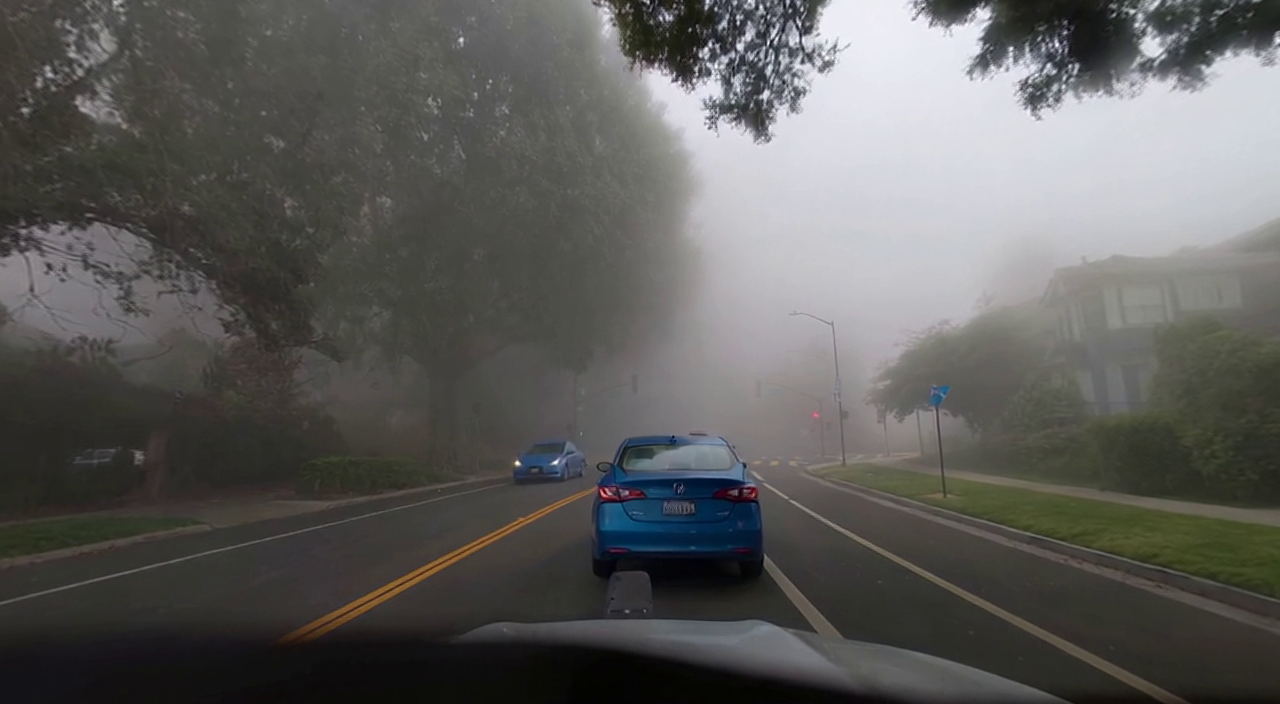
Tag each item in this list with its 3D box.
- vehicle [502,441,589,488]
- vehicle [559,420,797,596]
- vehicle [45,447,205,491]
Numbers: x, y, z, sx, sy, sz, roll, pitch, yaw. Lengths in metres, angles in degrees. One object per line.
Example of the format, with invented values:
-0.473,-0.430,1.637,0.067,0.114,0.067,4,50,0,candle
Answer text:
-3.259,3.992,22.802,1.956,1.488,4.560,-1,-8,7,vehicle
0.370,1.653,7.535,2.070,1.516,3.936,0,-8,1,vehicle
-18.115,4.100,22.269,4.069,1.445,2.063,-2,-9,8,vehicle
